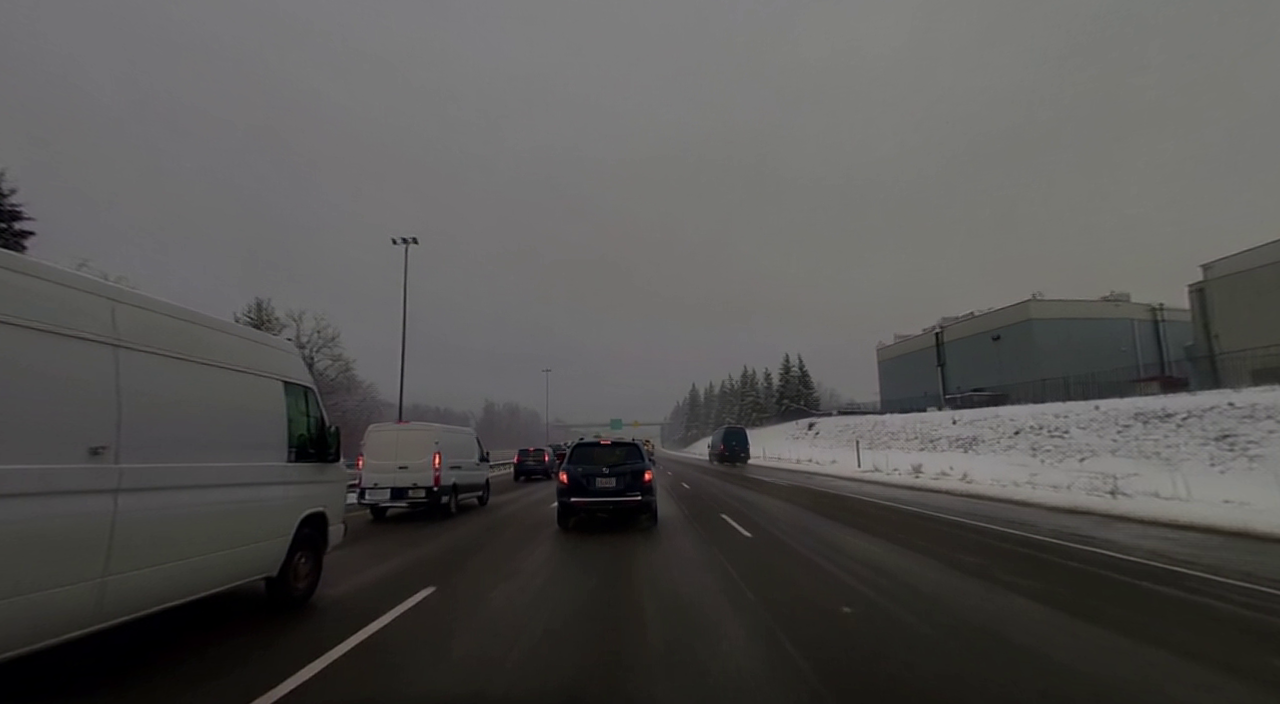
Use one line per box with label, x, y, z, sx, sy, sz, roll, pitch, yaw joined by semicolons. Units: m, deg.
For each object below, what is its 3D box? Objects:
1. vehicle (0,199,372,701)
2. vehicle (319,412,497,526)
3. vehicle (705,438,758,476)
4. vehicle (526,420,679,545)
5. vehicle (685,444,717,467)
vehicle;-4.505;0.677;4.341;2.248;2.626;6.837;0;-9;0
vehicle;-4.598;2.401;13.397;2.043;1.987;4.486;0;-9;0
vehicle;4.501;5.230;31.646;2.003;1.754;4.134;0;-9;-1
vehicle;-0.520;2.097;10.645;2.093;1.695;3.782;0;-9;0
vehicle;4.303;7.401;45.180;1.874;1.512;3.723;0;-9;-1
